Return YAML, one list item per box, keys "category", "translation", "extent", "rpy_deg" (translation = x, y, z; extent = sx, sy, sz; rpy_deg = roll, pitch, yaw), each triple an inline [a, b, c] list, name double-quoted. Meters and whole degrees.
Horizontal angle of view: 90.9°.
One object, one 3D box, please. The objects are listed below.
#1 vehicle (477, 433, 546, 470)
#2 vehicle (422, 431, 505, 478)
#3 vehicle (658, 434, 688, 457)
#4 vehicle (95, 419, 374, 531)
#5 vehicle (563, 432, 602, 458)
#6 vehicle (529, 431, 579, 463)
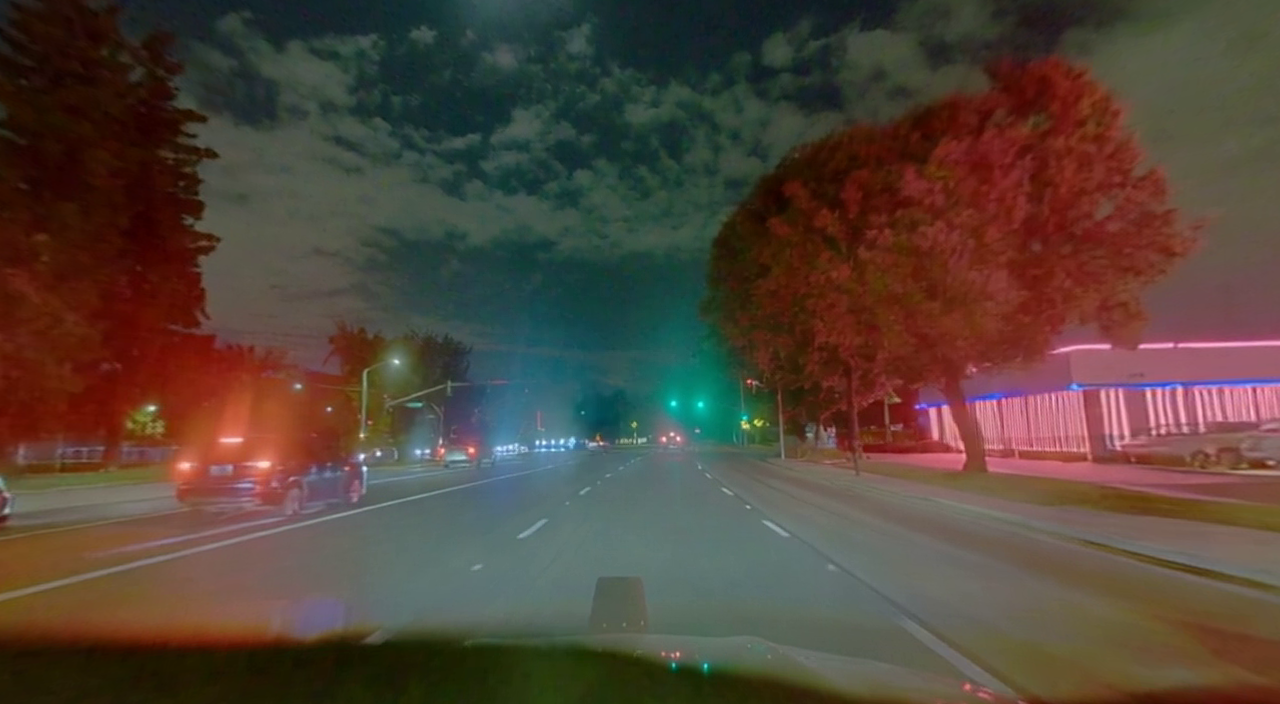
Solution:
- category: "vehicle"
  translation: [-6.057, 4.765, 30.312]
  extent: [2.121, 1.630, 4.642]
  rpy_deg: [0, -8, 3]
- category: "vehicle"
  translation: [-6.622, 3.894, 24.108]
  extent: [1.870, 1.616, 3.765]
  rpy_deg: [0, -8, 3]
- category: "vehicle"
  translation: [2.584, 7.151, 48.440]
  extent: [2.197, 1.682, 3.642]
  rpy_deg: [-1, -8, 5]
- category: "vehicle"
  translation: [-6.784, 2.096, 11.328]
  extent: [1.988, 1.597, 4.404]
  rpy_deg: [0, -8, 1]
- category: "vehicle"
  translation: [-4.294, 7.061, 47.935]
  extent: [2.111, 1.864, 4.932]
  rpy_deg: [-1, -8, 5]
- category: "vehicle"
  translation: [-5.206, 5.842, 38.826]
  extent: [1.951, 1.809, 4.917]
  rpy_deg: [-1, -8, 5]
